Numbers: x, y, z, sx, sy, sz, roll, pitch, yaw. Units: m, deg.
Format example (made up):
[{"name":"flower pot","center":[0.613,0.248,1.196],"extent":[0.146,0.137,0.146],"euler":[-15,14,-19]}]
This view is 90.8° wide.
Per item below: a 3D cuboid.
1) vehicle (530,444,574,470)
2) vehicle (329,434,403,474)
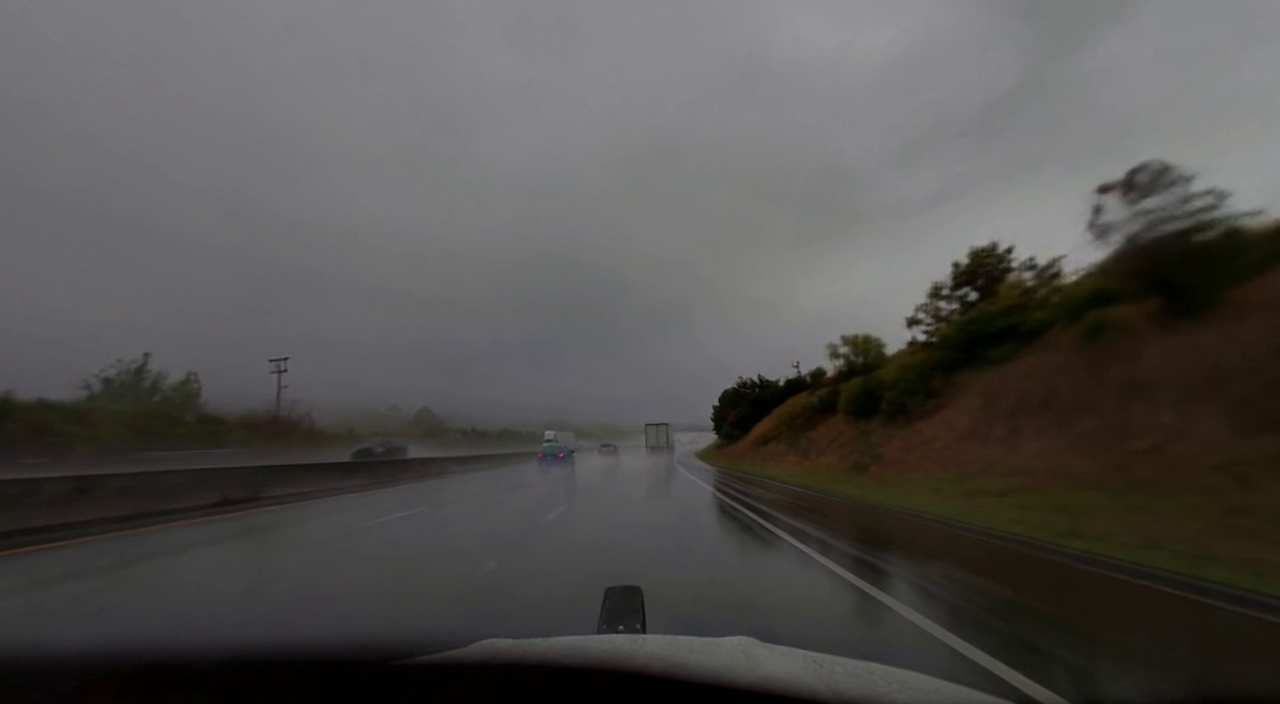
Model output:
[{"name":"vehicle","center":[-5.376,6.484,39.145],"extent":[2.078,1.469,4.371],"euler":[0,-9,0]},{"name":"vehicle","center":[-18.313,6.848,42.571],"extent":[2.206,2.509,5.803],"euler":[-1,-9,1]}]
